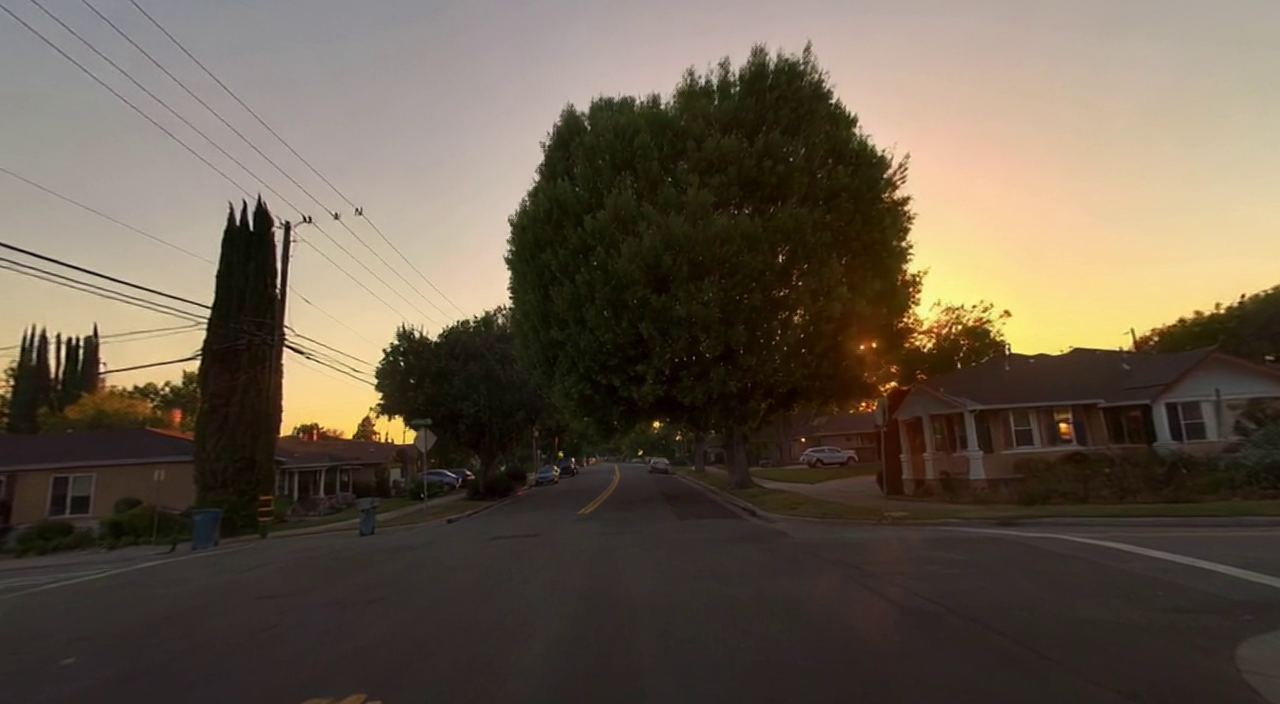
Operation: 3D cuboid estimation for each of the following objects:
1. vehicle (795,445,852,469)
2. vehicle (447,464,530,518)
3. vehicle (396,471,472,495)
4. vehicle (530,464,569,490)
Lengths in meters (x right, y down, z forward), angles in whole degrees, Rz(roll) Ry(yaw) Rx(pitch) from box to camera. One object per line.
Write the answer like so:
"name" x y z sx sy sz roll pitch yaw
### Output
"vehicle" 12.429 7.157 42.915 3.563 1.551 1.916 -2 -9 13
"vehicle" -6.211 5.720 26.491 2.149 1.823 4.613 -6 -10 1
"vehicle" -14.218 9.027 43.605 4.601 1.486 1.876 -2 -9 12
"vehicle" -6.596 9.136 46.373 2.133 1.525 4.401 -4 -9 0
